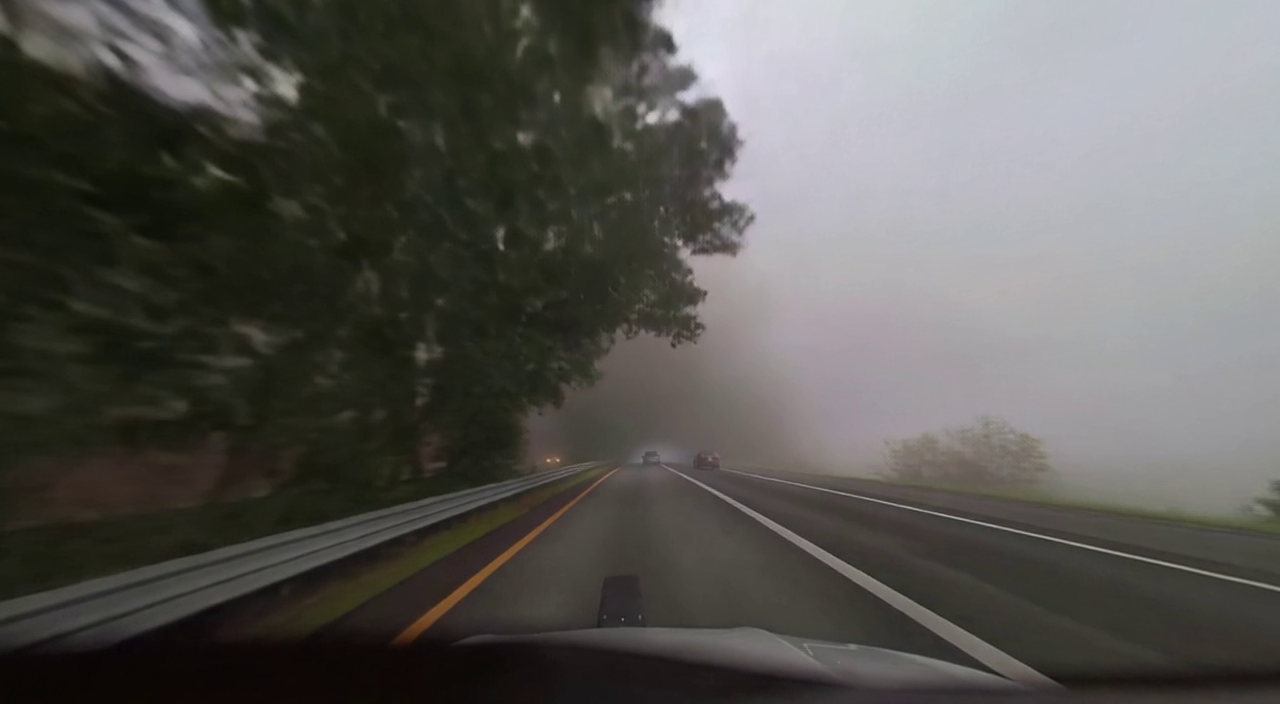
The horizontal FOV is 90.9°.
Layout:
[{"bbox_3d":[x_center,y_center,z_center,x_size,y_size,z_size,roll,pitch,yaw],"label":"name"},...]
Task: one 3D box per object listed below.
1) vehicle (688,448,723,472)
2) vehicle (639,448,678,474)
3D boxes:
[{"bbox_3d":[4.388,7.246,42.473,1.846,1.485,3.679,0,-9,-2],"label":"vehicle"},{"bbox_3d":[1.054,6.589,38.252,2.162,1.492,3.975,0,-9,-1],"label":"vehicle"}]
